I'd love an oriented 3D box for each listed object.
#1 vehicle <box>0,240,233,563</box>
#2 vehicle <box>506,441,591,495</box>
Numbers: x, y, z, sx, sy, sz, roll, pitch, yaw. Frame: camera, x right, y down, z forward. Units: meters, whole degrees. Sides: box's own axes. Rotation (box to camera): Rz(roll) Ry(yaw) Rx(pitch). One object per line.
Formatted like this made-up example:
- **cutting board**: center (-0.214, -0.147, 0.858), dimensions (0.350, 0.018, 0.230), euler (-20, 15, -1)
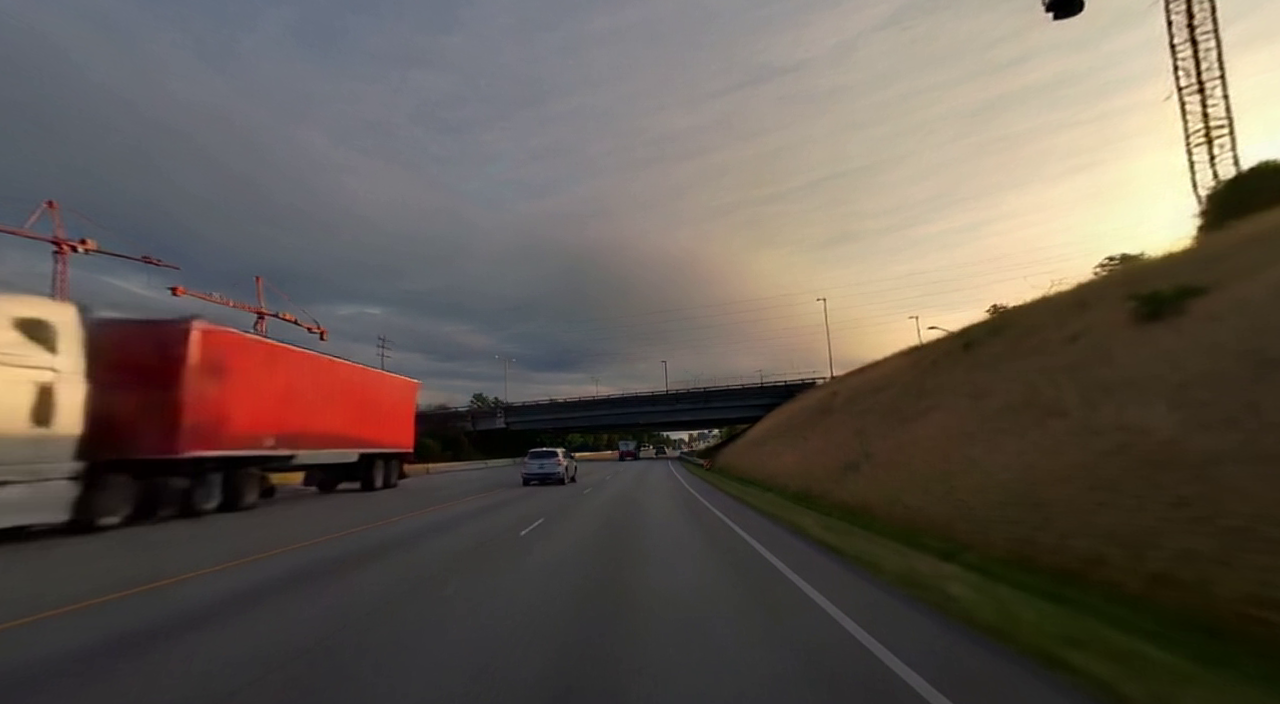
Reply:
- **vehicle**: center (-9.657, 0.809, 9.071), dimensions (3.436, 3.972, 5.728), euler (0, -9, 2)
- **vehicle**: center (-2.989, 3.905, 21.534), dimensions (2.194, 1.648, 3.984), euler (0, -9, 2)
